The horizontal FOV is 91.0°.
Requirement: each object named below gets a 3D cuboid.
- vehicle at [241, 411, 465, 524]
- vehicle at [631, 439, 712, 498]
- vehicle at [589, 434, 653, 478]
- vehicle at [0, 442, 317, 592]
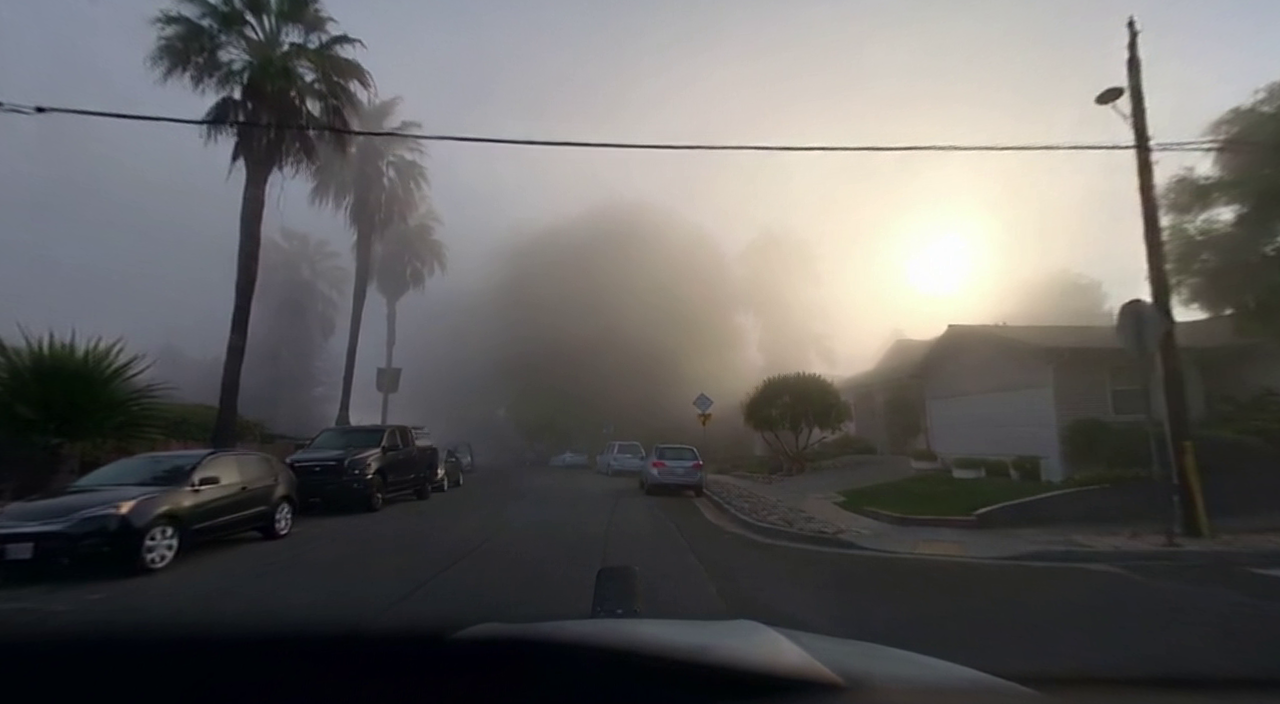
[{"bbox_3d":[-6.520,2.740,15.630,2.624,2.178,6.522,0,-8,-2],"label":"vehicle"},{"bbox_3d":[0.882,3.697,20.419,2.076,1.658,4.604,1,-9,-4],"label":"vehicle"},{"bbox_3d":[-1.059,5.199,31.686,2.139,1.997,4.864,2,-9,-15],"label":"vehicle"},{"bbox_3d":[-6.587,2.081,8.885,1.875,1.585,4.184,0,-8,-1],"label":"vehicle"}]
